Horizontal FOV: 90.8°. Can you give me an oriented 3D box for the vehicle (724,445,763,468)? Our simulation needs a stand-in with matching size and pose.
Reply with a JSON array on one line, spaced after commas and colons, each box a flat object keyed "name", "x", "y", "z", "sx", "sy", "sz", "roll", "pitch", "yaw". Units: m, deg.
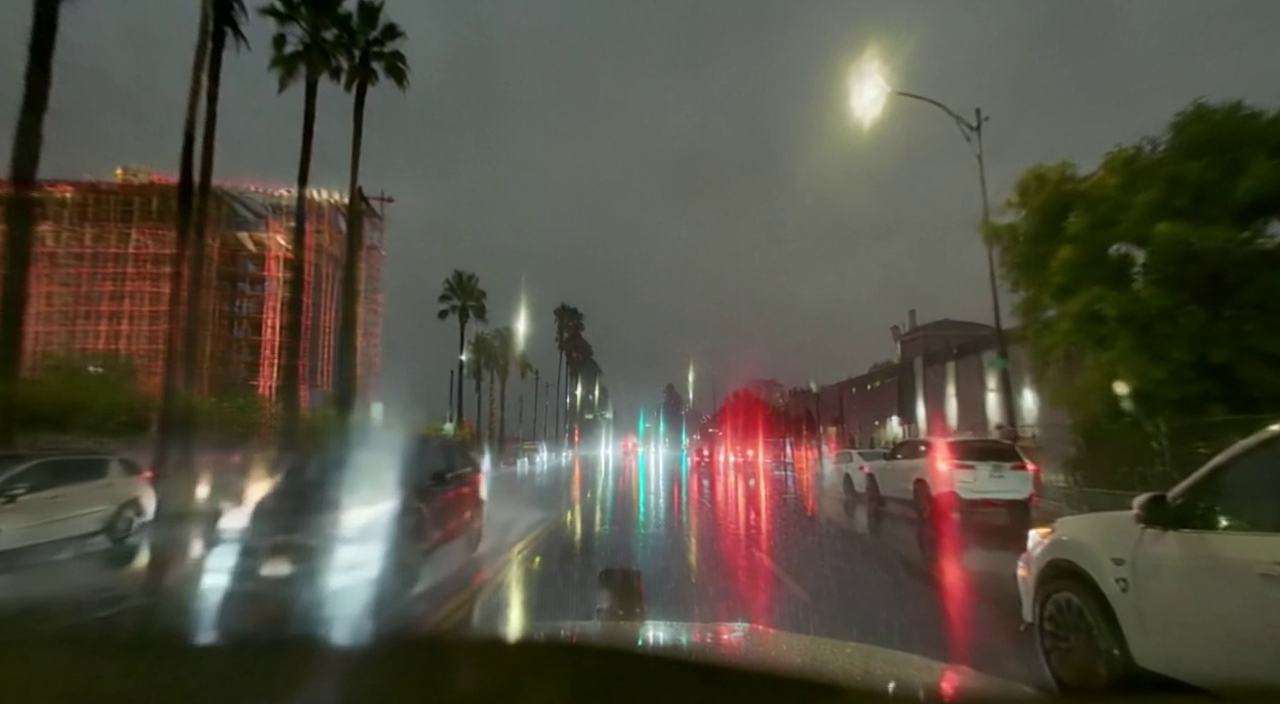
[{"name": "vehicle", "x": 6.961, "y": 7.051, "z": 42.847, "sx": 1.819, "sy": 1.435, "sz": 4.337, "roll": 0, "pitch": -8, "yaw": 0}]

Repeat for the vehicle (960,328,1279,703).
[{"name": "vehicle", "x": 3.103, "y": 0.742, "z": 1.911, "sx": 1.953, "sy": 1.687, "sz": 4.344, "roll": 0, "pitch": -8, "yaw": 0}]

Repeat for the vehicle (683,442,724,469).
[{"name": "vehicle", "x": 3.611, "y": 5.984, "z": 36.711, "sx": 1.999, "sy": 1.487, "sz": 3.939, "roll": 0, "pitch": -8, "yaw": 0}]

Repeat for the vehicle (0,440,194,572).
[{"name": "vehicle", "x": -9.658, "y": 2.242, "z": 9.556, "sx": 2.051, "sy": 1.762, "sz": 5.059, "roll": -1, "pitch": -8, "yaw": 1}]

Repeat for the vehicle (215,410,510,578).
[{"name": "vehicle", "x": -3.327, "y": 1.791, "z": 8.767, "sx": 2.096, "sy": 1.716, "sz": 4.300, "roll": 0, "pitch": -8, "yaw": 0}]
